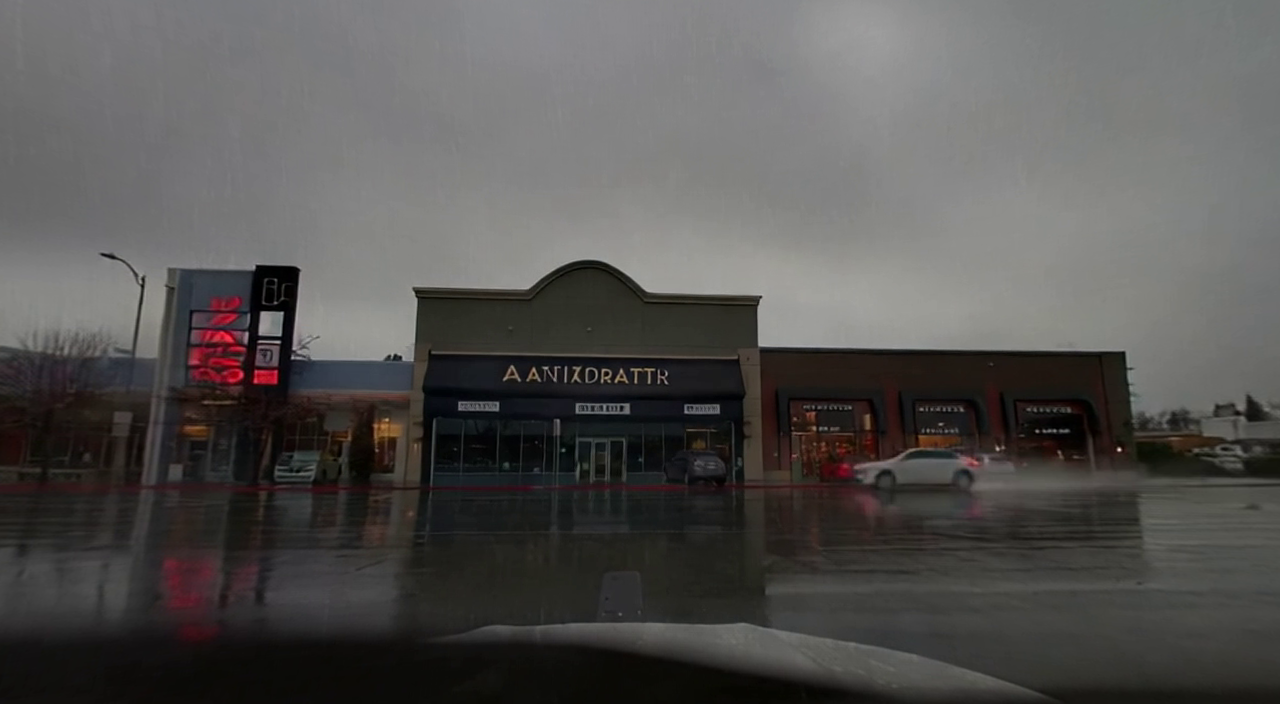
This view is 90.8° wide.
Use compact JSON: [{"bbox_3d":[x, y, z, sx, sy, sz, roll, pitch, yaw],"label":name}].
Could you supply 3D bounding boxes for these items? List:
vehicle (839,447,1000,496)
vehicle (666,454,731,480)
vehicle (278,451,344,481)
[{"bbox_3d":[10.058,4.299,23.036,4.889,1.659,2.059,1,-9,-4],"label":"vehicle"},{"bbox_3d":[3.581,7.180,39.706,1.812,1.468,4.519,5,-10,-28],"label":"vehicle"},{"bbox_3d":[-20.035,6.868,38.430,4.596,1.680,1.936,-8,-11,41],"label":"vehicle"}]
